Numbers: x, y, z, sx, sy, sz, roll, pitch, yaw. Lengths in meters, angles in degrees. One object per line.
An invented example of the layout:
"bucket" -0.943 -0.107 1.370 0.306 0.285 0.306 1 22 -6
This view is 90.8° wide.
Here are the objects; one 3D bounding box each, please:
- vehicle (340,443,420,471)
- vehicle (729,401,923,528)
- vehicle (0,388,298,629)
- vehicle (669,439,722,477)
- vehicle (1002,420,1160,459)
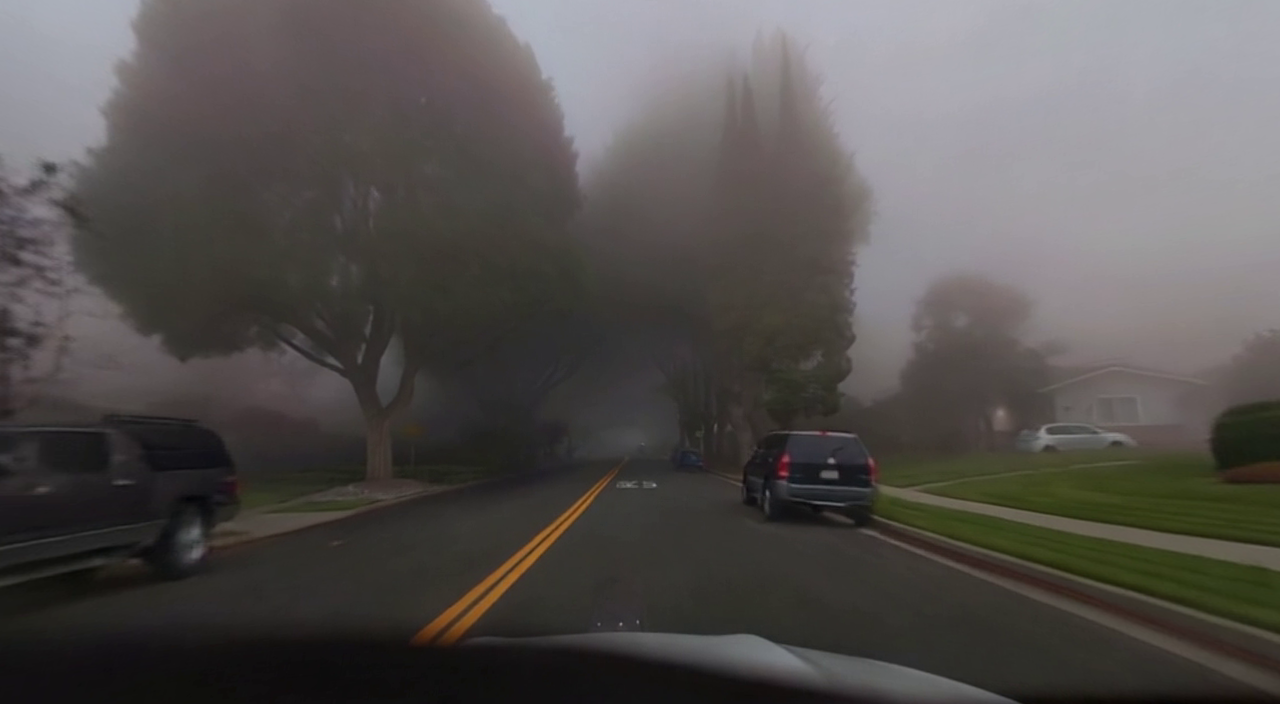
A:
"vehicle" -16.959 6.826 41.349 4.331 1.738 2.067 0 -8 0
"vehicle" 2.878 1.870 10.975 2.007 1.702 4.430 -1 -8 0
"vehicle" -5.885 1.401 6.003 2.102 1.801 5.574 -1 -9 1
"vehicle" 2.539 5.023 30.201 1.988 1.618 4.567 -1 -8 -2
"vehicle" 16.892 3.384 24.401 4.560 1.350 1.882 -2 -7 4
